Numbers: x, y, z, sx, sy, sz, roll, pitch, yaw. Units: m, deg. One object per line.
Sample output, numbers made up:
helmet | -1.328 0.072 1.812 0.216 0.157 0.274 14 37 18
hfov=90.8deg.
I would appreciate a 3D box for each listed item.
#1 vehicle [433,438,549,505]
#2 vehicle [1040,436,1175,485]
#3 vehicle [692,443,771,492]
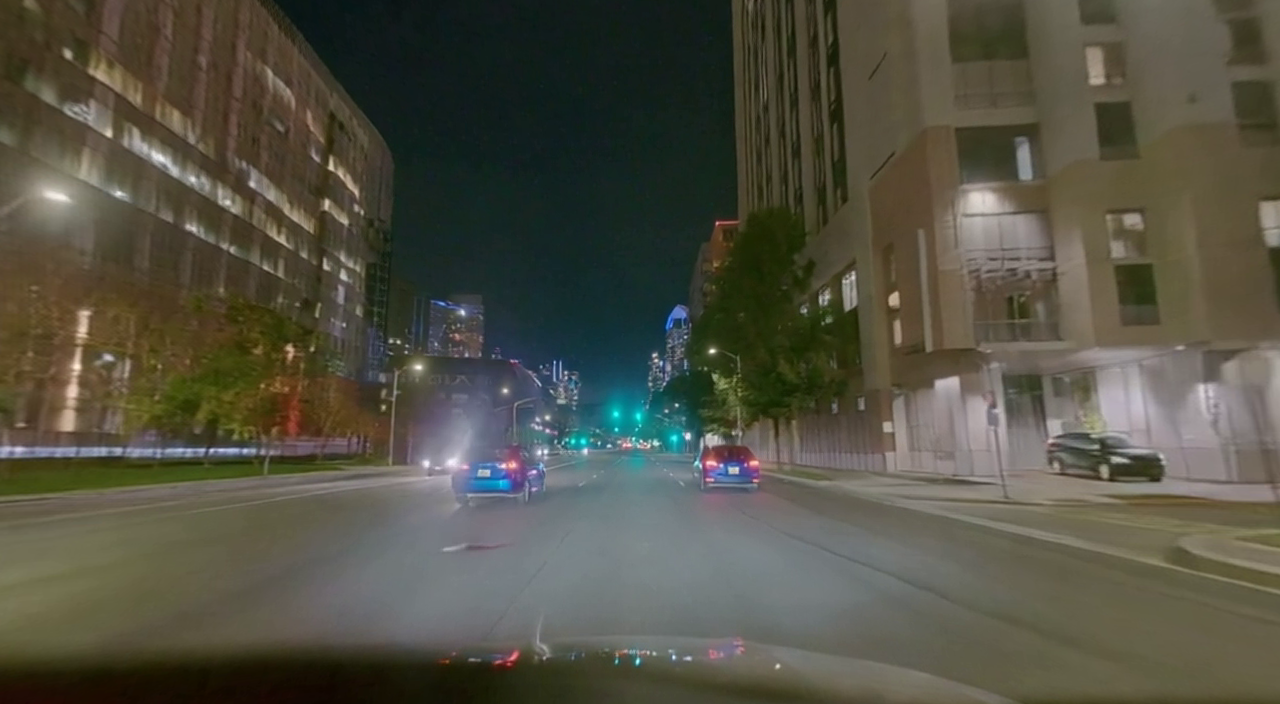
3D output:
vehicle | -3.733 3.061 16.648 2.062 1.527 4.044 0 -9 0
vehicle | 19.415 4.511 26.583 1.961 1.861 4.757 0 -9 -1
vehicle | 3.002 3.901 21.764 1.978 1.471 4.426 0 -9 -1
